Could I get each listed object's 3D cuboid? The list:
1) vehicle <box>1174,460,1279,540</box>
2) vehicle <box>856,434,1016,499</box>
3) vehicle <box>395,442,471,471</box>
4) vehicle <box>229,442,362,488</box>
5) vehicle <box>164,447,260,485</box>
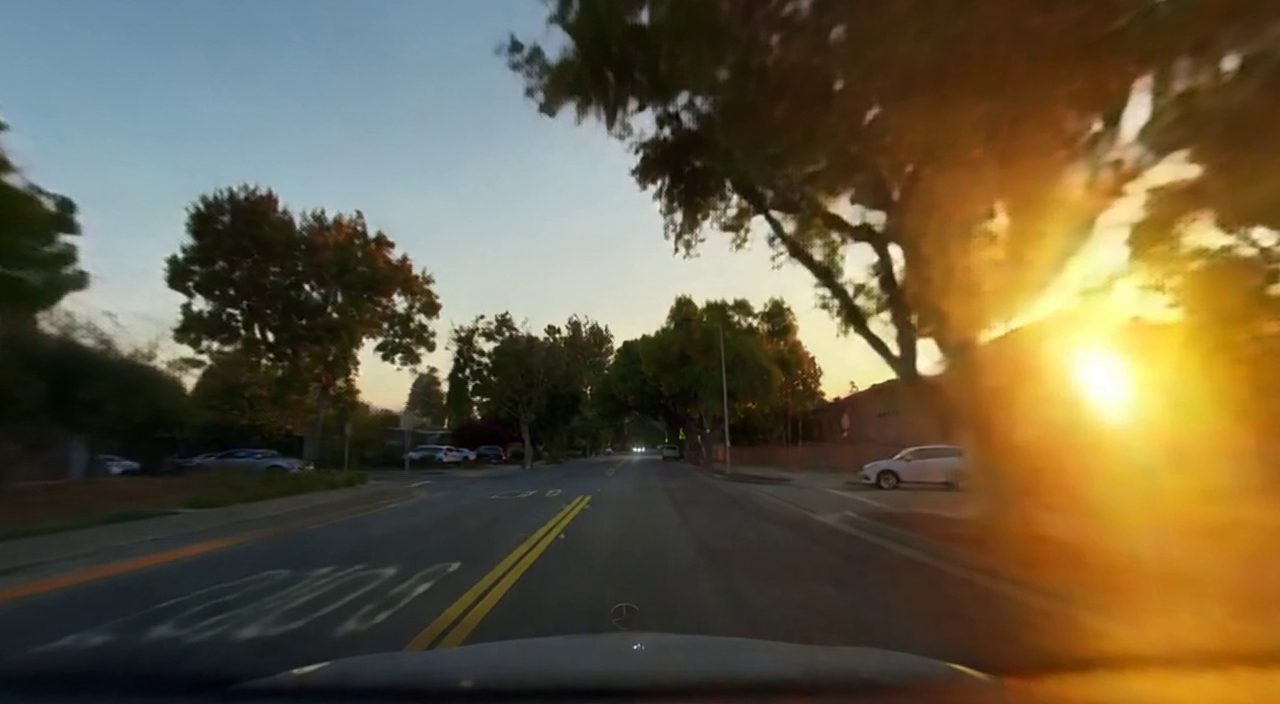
[{"bbox_3d":[14.371,3.039,13.316,4.231,1.493,1.941,-9,-11,26],"label":"vehicle"},{"bbox_3d":[10.702,4.180,22.964,4.854,1.771,2.123,-12,-12,29],"label":"vehicle"},{"bbox_3d":[-14.586,7.359,44.677,2.066,1.852,4.782,-6,-10,34],"label":"vehicle"},{"bbox_3d":[-15.631,5.063,28.599,6.072,1.882,2.277,-5,-9,29],"label":"vehicle"},{"bbox_3d":[-21.511,5.678,31.711,4.507,1.774,1.923,-5,-9,27],"label":"vehicle"}]
